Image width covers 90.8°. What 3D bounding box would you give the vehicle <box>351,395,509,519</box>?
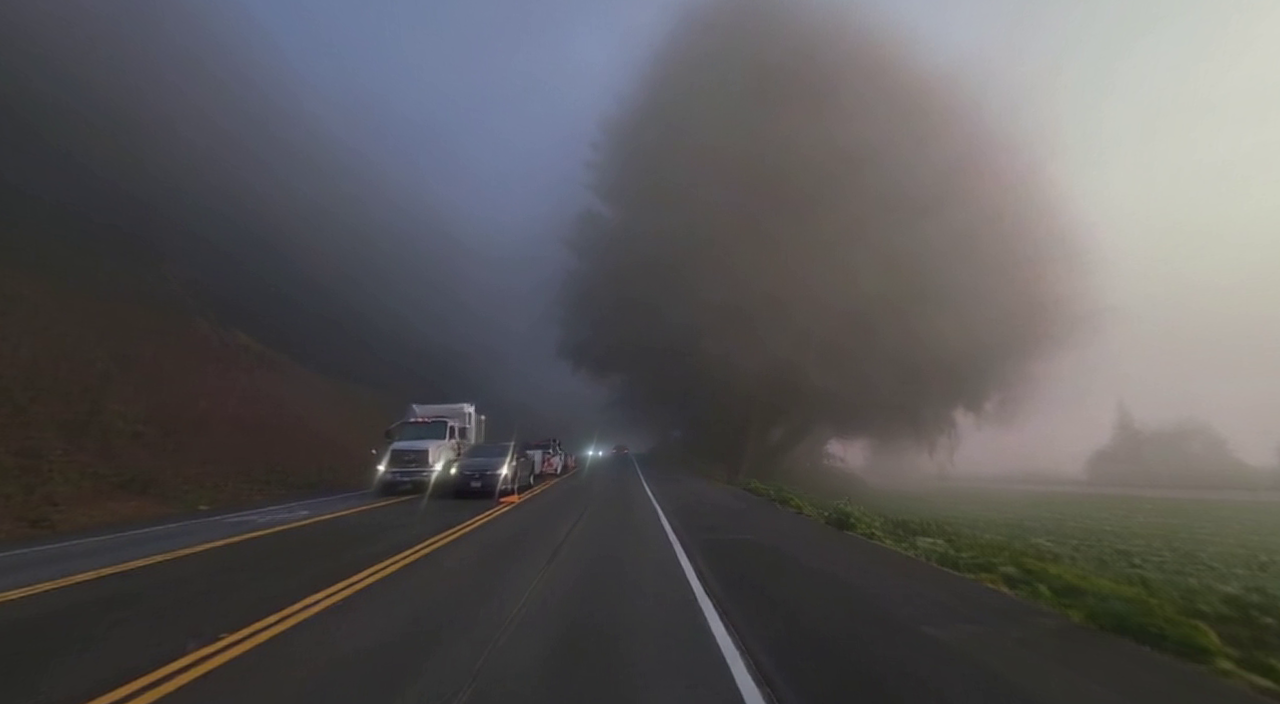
[{"bbox_3d":[-4.680,2.413,14.899,2.380,2.488,4.028,0,-8,-1],"label":"vehicle"}]
